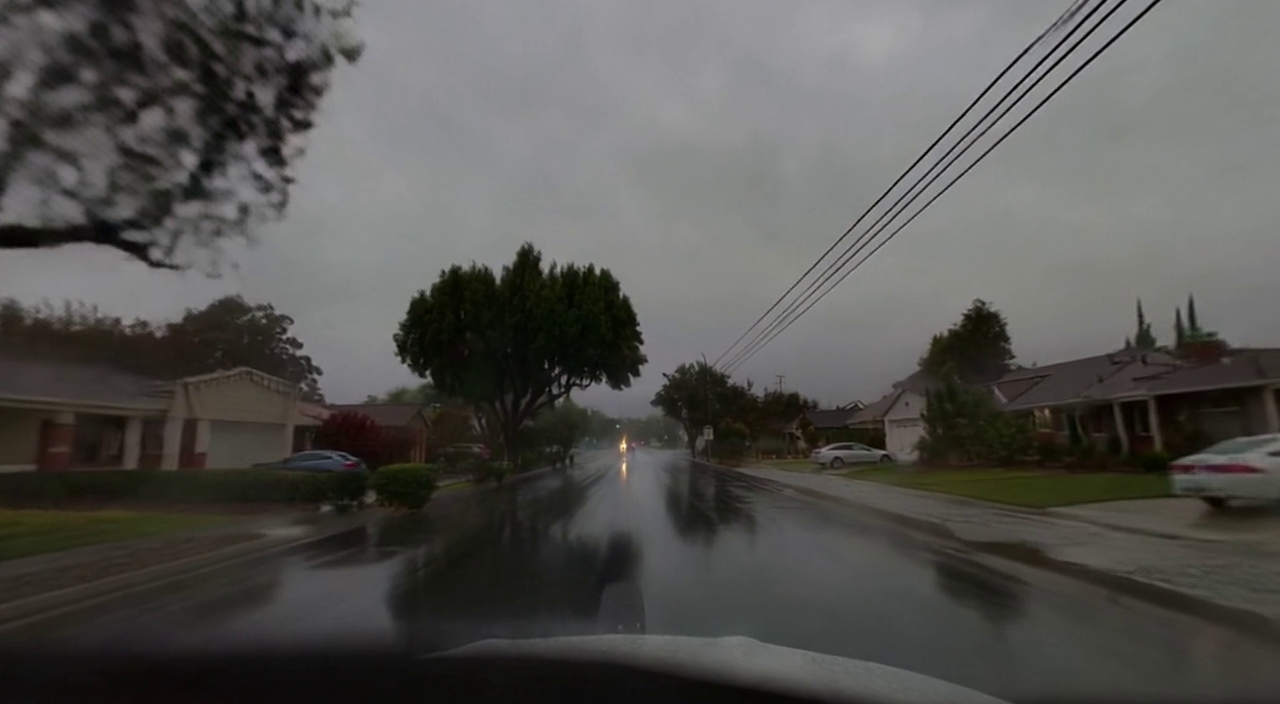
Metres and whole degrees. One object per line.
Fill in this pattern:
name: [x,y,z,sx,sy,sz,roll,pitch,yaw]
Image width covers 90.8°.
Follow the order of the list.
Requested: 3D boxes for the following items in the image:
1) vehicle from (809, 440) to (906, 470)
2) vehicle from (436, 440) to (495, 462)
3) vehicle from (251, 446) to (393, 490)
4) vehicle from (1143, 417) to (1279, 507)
vehicle: [11.819,5.644,34.549,4.626,1.541,1.866,1,-9,-2]
vehicle: [-13.313,7.574,48.295,4.265,1.569,1.984,2,-9,-15]
vehicle: [-13.381,4.895,26.870,4.887,1.788,2.006,0,-8,-4]
vehicle: [12.574,1.971,11.670,4.646,1.479,2.221,0,-8,0]
